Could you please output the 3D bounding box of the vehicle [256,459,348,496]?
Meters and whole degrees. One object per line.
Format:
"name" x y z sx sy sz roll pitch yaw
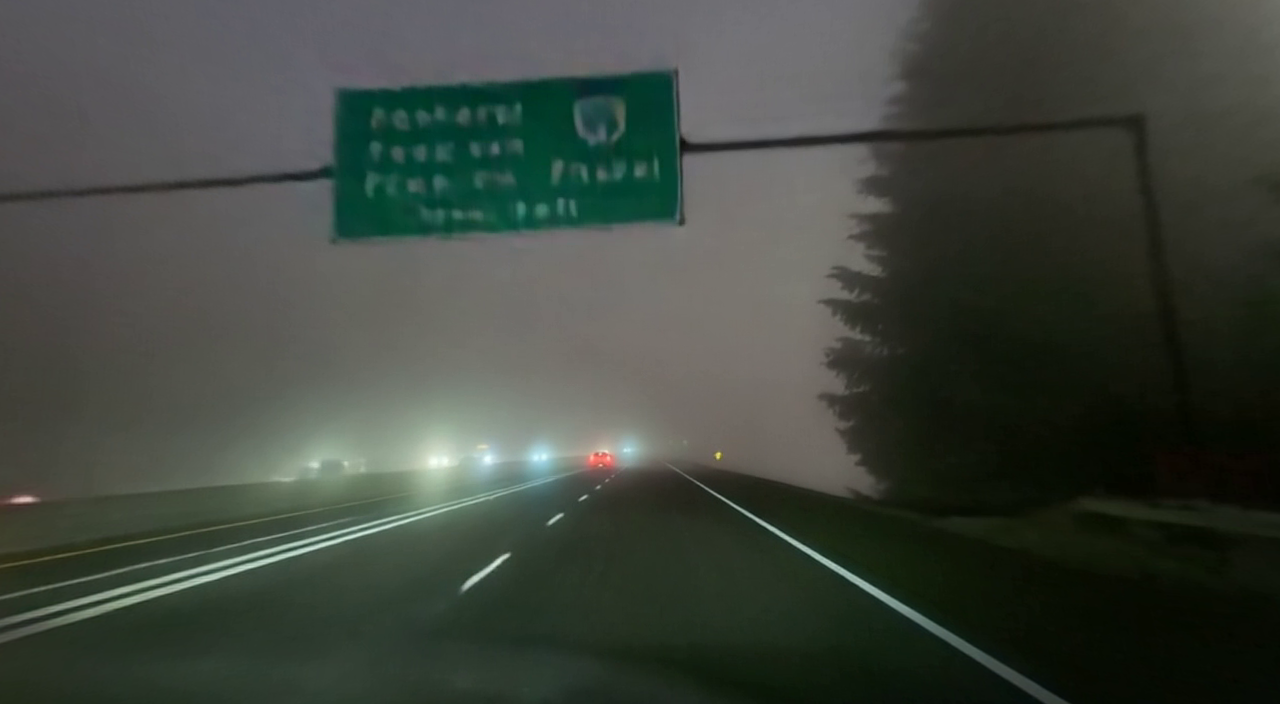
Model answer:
"vehicle" -15.231 5.660 28.511 1.880 1.482 3.978 0 -9 1
